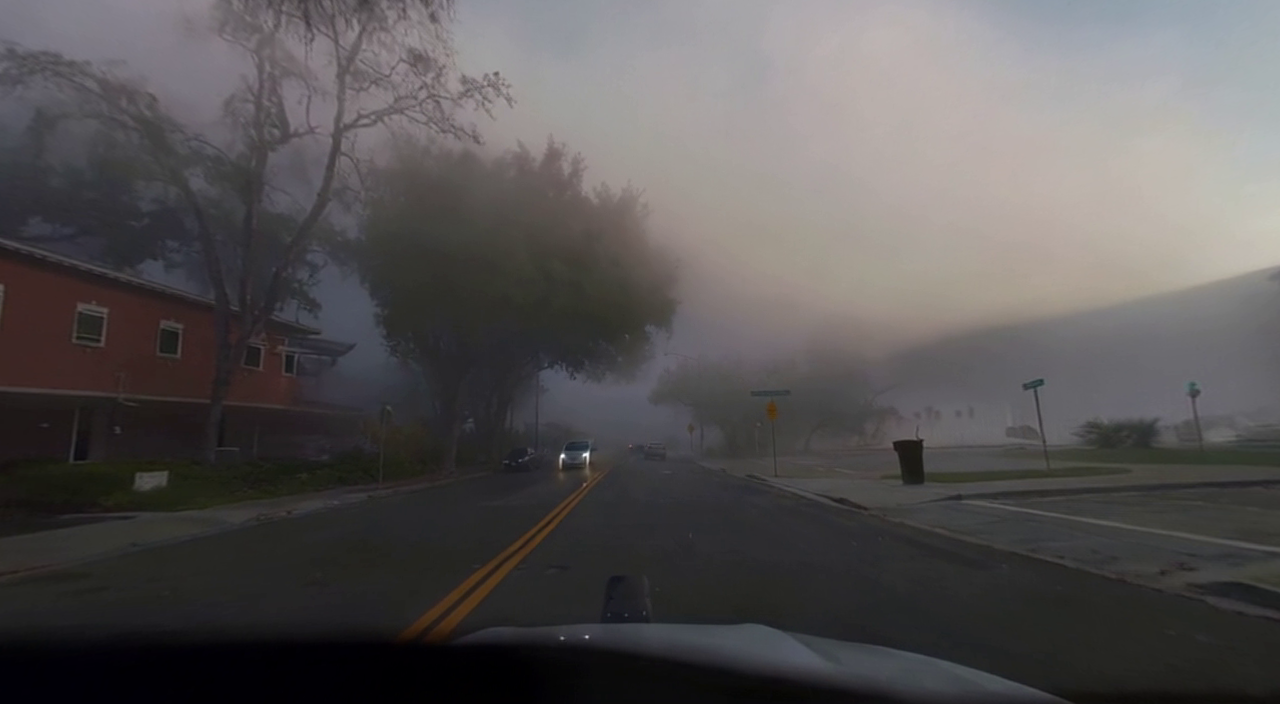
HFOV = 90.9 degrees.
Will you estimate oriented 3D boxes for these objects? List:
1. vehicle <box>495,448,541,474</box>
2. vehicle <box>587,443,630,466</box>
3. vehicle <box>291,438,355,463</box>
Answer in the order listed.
[{"bbox_3d":[-7.310,6.553,38.129,1.930,1.463,4.195,0,-8,0],"label":"vehicle"},{"bbox_3d":[-2.507,7.895,48.829,2.154,1.641,4.254,3,-9,-20],"label":"vehicle"},{"bbox_3d":[-21.437,6.691,42.809,1.906,1.596,4.599,0,-8,1],"label":"vehicle"}]
